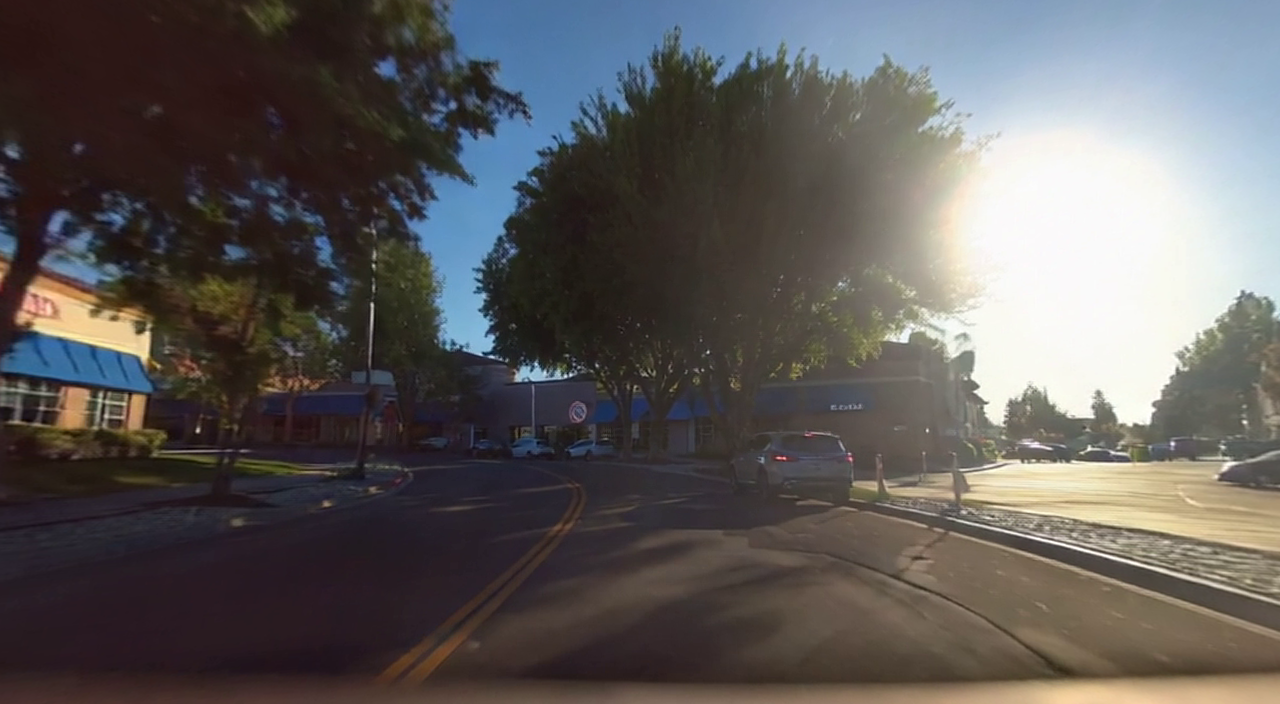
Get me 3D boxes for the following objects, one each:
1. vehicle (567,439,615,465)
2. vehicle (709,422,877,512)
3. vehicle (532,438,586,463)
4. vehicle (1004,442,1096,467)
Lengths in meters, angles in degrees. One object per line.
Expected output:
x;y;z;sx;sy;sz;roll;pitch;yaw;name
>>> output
-3.438;6.894;43.622;2.007;1.639;4.444;4;-9;-23;vehicle
3.352;2.675;15.227;2.292;1.767;5.128;1;-9;-6;vehicle
-6.312;7.573;48.778;2.278;1.805;4.950;5;-10;-31;vehicle
27.710;6.935;42.804;1.815;1.574;4.800;8;-12;-44;vehicle
